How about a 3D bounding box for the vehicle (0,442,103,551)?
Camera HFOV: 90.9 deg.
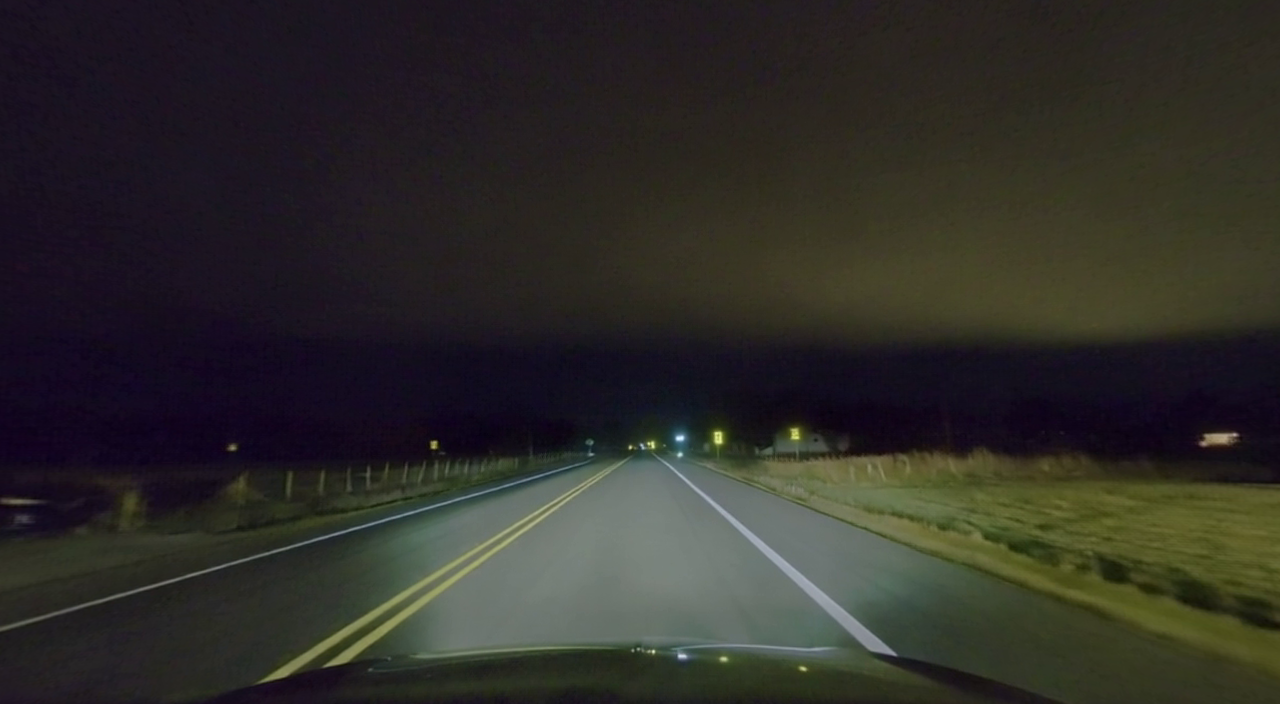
[{"bbox_3d":[-12.894,2.483,11.111,4.813,1.763,2.048,0,-9,-2],"label":"vehicle"}]
